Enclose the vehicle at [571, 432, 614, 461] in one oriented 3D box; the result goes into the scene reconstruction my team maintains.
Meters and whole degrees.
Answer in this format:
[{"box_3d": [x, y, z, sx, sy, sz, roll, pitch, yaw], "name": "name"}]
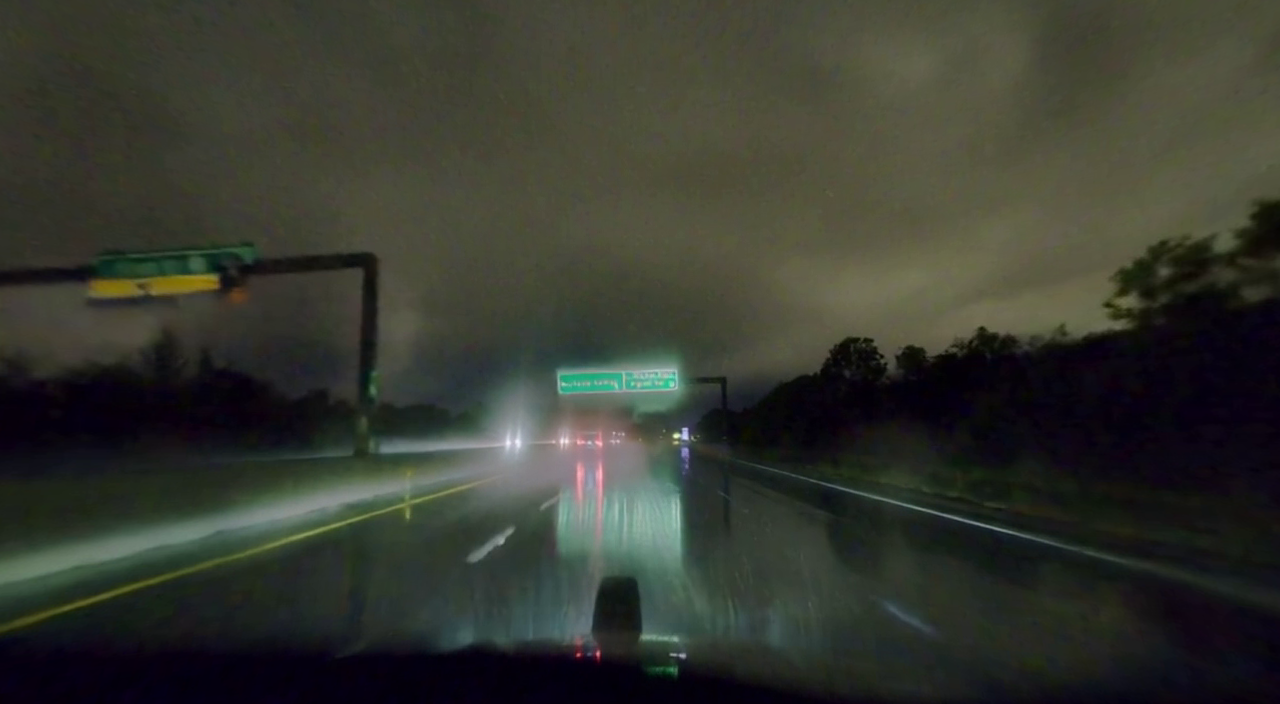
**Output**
[{"box_3d": [-2.791, 5.663, 37.991, 2.148, 1.603, 4.513, 0, -8, 1], "name": "vehicle"}]
